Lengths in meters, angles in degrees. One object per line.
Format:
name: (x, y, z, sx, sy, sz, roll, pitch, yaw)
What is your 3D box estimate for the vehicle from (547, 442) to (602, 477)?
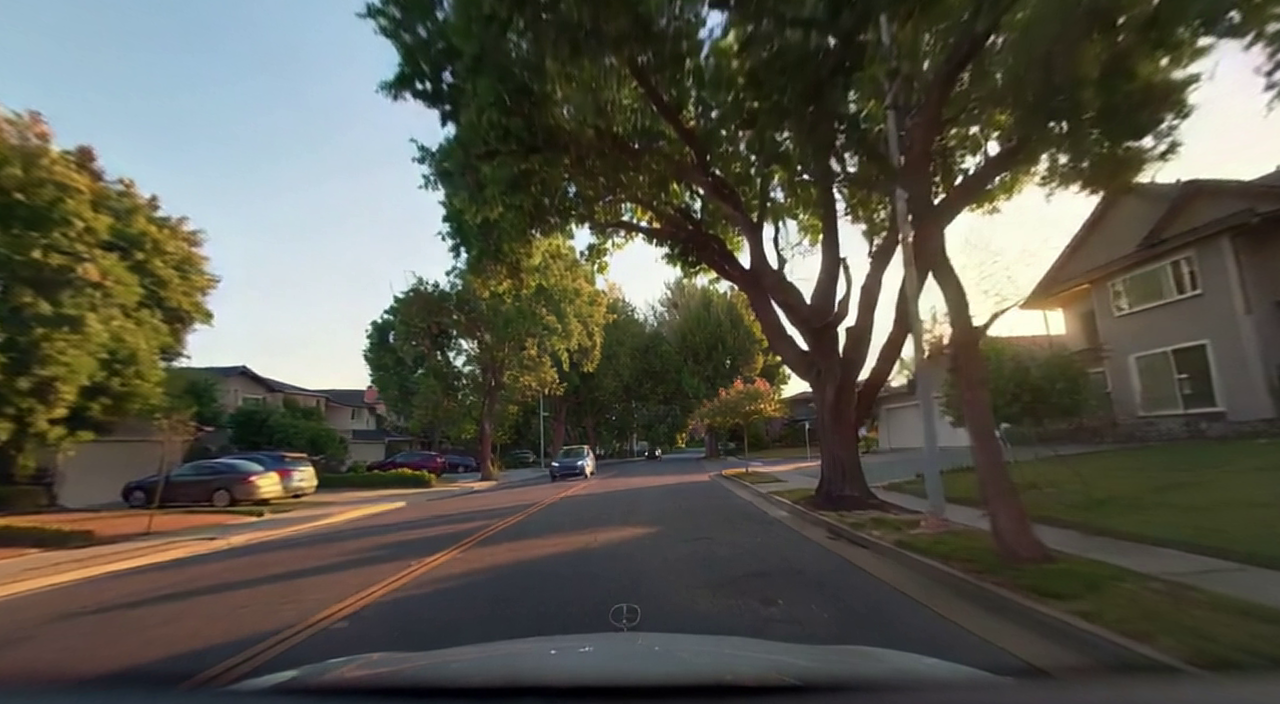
vehicle: (-3.431, 5.735, 33.945, 2.131, 1.731, 4.533, -1, -9, 4)

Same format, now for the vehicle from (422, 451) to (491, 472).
vehicle: (-13.342, 7.967, 46.028, 4.370, 1.482, 1.926, -1, -9, 6)

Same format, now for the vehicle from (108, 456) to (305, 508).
vehicle: (-13.573, 4.083, 20.055, 4.703, 1.487, 2.002, 1, -9, -2)

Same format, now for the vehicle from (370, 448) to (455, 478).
vehicle: (-13.321, 6.506, 37.144, 4.237, 1.687, 1.970, 0, -9, -2)
